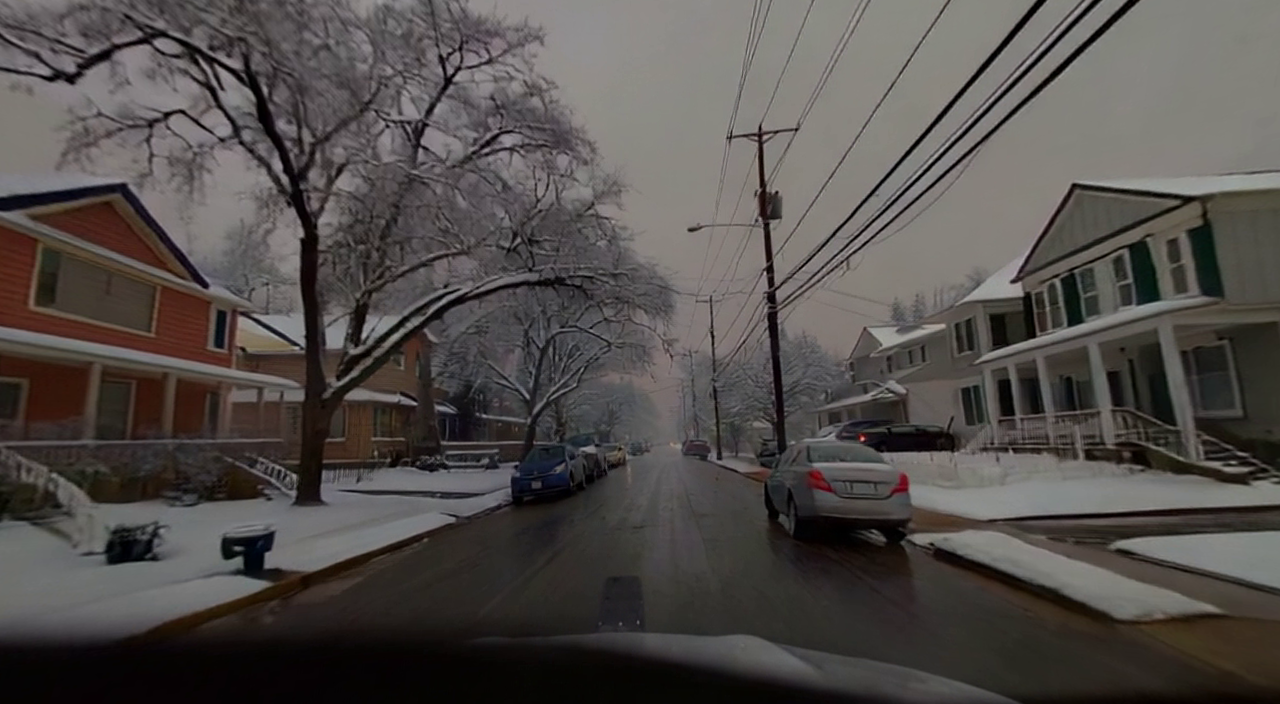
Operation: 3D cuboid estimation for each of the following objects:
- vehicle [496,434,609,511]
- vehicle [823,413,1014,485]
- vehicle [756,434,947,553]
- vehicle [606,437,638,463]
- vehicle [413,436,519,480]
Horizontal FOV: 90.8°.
[{"bbox_3d":[-2.366,3.394,18.528,2.204,1.655,4.813,-8,-8,3],"label":"vehicle"},{"bbox_3d":[9.073,3.196,21.015,5.274,2.170,2.205,1,-8,1],"label":"vehicle"},{"bbox_3d":[3.467,2.333,11.448,2.043,1.631,4.613,0,-7,2],"label":"vehicle"},{"bbox_3d":[-1.312,7.466,48.412,2.082,1.759,4.541,-2,-7,3],"label":"vehicle"},{"bbox_3d":[-7.776,4.738,28.501,4.088,1.779,2.109,0,-7,5],"label":"vehicle"}]
